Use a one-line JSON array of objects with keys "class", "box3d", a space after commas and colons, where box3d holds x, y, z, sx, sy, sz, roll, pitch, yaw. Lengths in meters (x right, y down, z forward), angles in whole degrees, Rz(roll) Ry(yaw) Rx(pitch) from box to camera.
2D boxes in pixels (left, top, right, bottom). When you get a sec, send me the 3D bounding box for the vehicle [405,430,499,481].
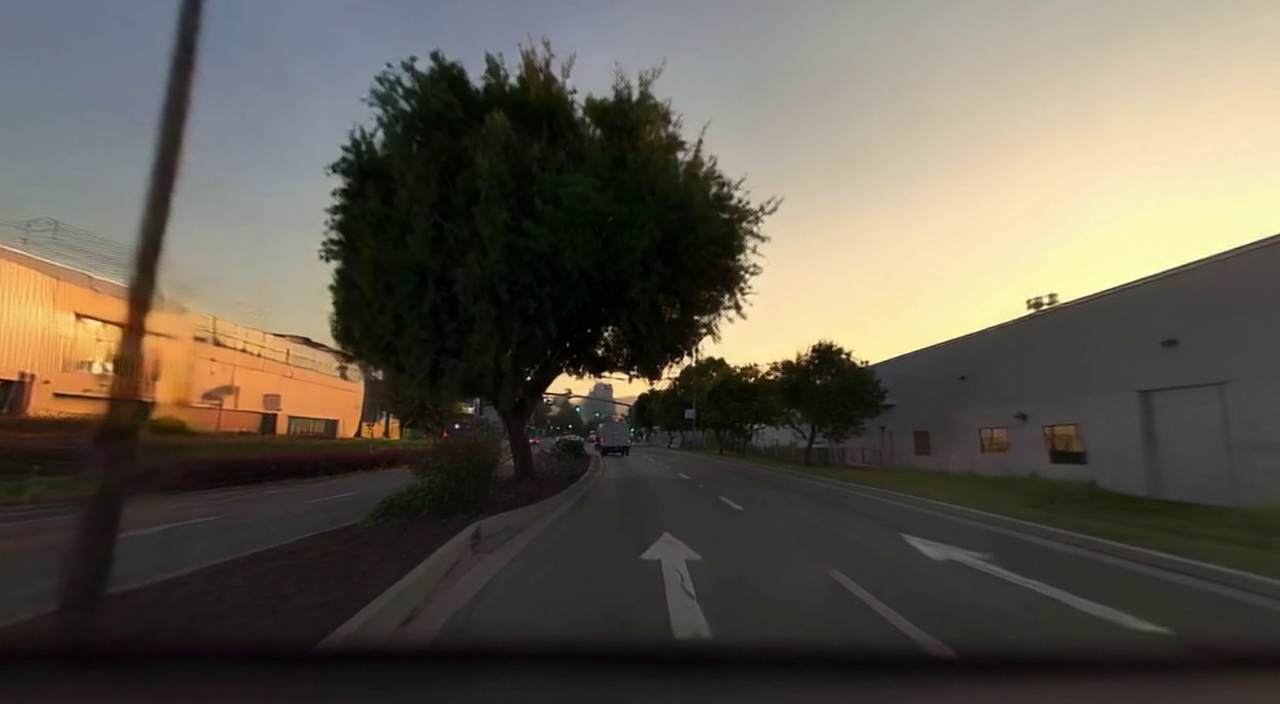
[{"class": "vehicle", "box3d": [-6.473, 3.595, 22.205, 2.120, 1.610, 3.917, 0, -8, -1]}]
